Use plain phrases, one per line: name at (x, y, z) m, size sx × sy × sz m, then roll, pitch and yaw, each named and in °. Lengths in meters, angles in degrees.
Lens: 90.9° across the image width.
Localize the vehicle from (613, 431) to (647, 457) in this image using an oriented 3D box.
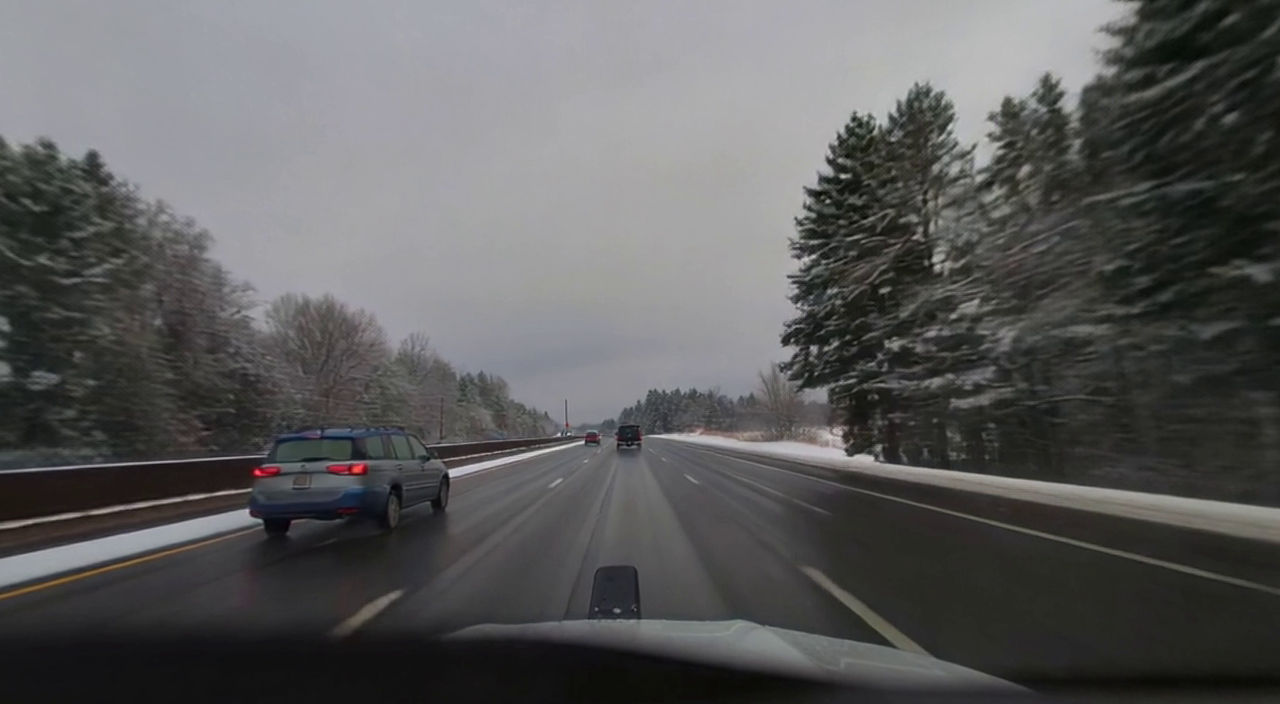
vehicle at (-0.677, 6.184, 42.497) m, size 2.162 × 1.616 × 4.242 m, roll 0°, pitch -8°, yaw 0°

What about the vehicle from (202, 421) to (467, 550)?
vehicle at (-4.134, 1.833, 9.441) m, size 1.931 × 1.483 × 4.105 m, roll 0°, pitch -8°, yaw -1°
